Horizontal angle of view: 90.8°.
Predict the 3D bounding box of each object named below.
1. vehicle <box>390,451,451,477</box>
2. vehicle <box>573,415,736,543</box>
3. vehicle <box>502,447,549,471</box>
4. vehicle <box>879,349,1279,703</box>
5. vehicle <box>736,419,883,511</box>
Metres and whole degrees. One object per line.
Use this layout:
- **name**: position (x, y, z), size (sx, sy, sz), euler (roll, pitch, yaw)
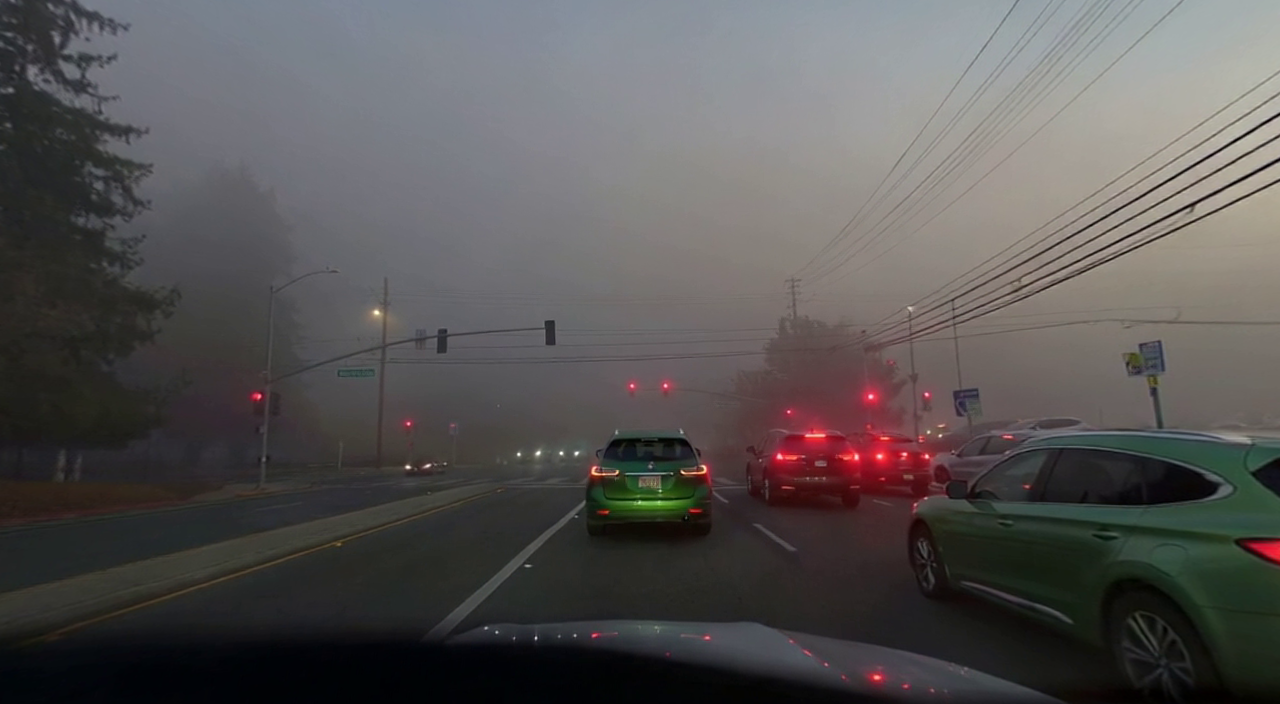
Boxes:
- **vehicle**: position (-13.568, 6.953, 39.344), size (2.045, 1.453, 4.624), euler (0, -9, 1)
- **vehicle**: position (0.190, 1.981, 10.386), size (2.149, 1.668, 3.962), euler (0, -9, 0)
- **vehicle**: position (-7.273, 6.837, 40.558), size (2.057, 1.461, 4.485), euler (0, -9, 1)
- **vehicle**: position (3.348, 1.064, 4.023), size (1.998, 1.620, 4.267), euler (0, -9, 1)
- **vehicle**: position (3.697, 2.568, 14.809), size (2.060, 1.789, 4.712), euler (0, -9, -1)
